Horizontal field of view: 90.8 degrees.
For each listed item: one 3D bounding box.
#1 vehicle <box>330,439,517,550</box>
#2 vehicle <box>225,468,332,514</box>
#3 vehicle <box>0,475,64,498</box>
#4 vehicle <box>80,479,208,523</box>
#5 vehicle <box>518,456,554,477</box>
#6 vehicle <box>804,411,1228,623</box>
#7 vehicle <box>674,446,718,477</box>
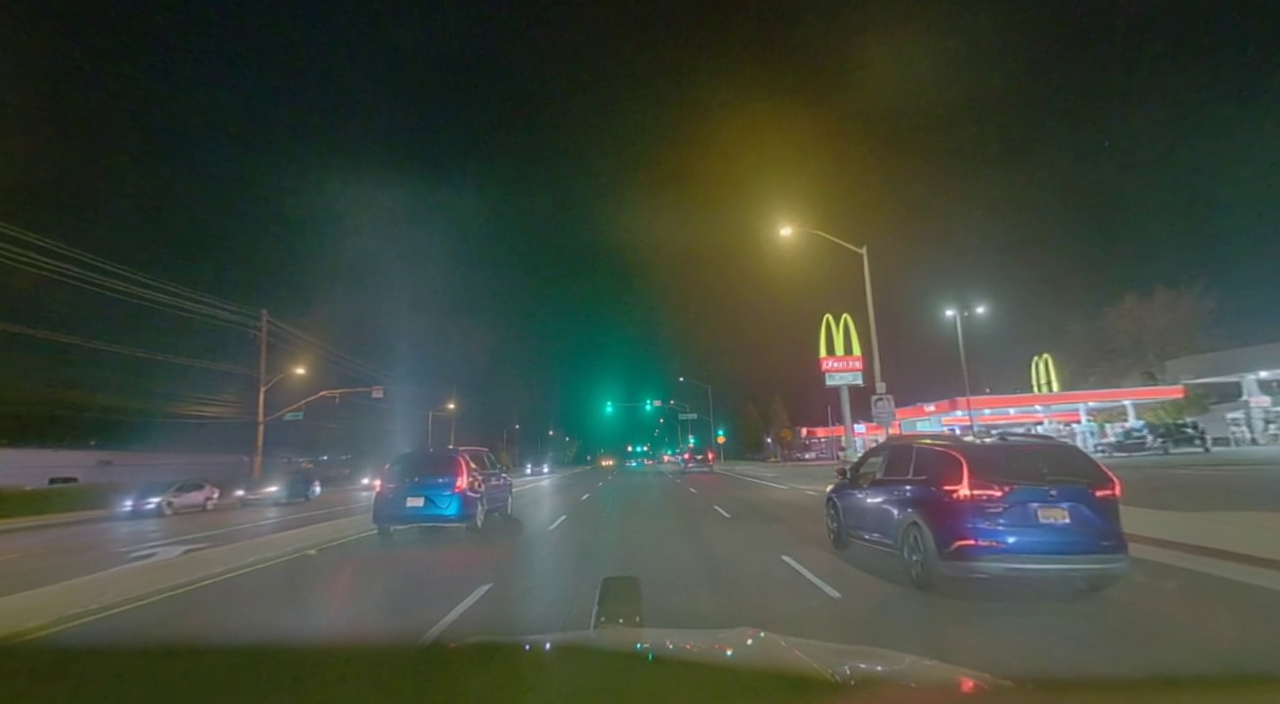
[{"bbox_3d":[-3.616,2.431,11.455,1.935,1.617,4.045,-1,-9,0],"label":"vehicle"},{"bbox_3d":[-14.195,5.454,25.107,1.851,1.540,4.025,-1,-9,1],"label":"vehicle"},{"bbox_3d":[-47.935,10.339,48.722,4.703,1.655,2.148,0,-10,-1],"label":"vehicle"},{"bbox_3d":[-21.255,6.370,27.371,1.852,1.484,4.507,-1,-9,0],"label":"vehicle"},{"bbox_3d":[-8.066,8.898,49.349,2.056,1.519,4.383,-1,-9,1],"label":"vehicle"},{"bbox_3d":[3.582,1.653,7.327,2.085,1.655,4.459,0,-9,-1],"label":"vehicle"},{"bbox_3d":[3.268,6.525,37.848,2.066,1.699,4.419,0,-9,-2],"label":"vehicle"}]
